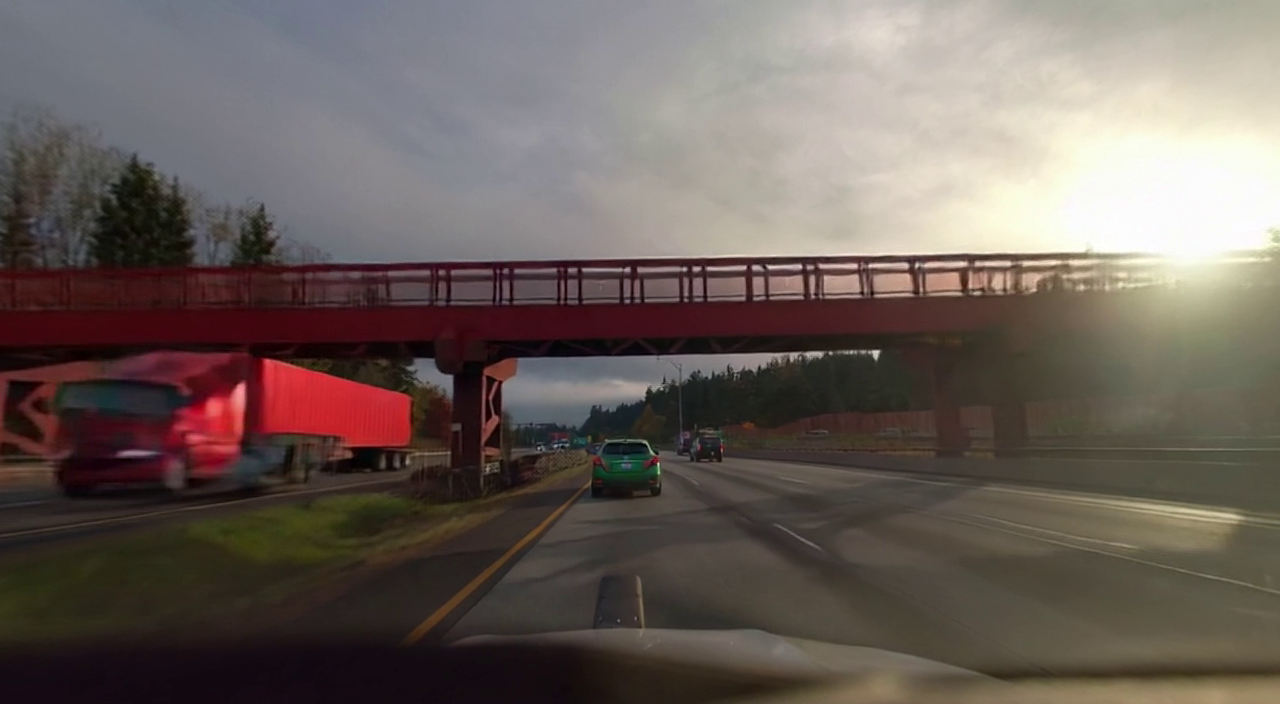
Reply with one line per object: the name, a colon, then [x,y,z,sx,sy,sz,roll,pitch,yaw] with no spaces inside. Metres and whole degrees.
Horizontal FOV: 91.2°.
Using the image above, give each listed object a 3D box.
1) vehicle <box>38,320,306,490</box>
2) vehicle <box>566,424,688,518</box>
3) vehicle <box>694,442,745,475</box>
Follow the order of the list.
vehicle: [-13.050,1.703,18.373,3.271,4.196,5.696,0,-9,-1]
vehicle: [-0.257,2.521,13.715,2.259,1.699,4.015,0,-9,0]
vehicle: [3.872,5.242,31.067,1.894,1.487,3.751,0,-9,-2]
